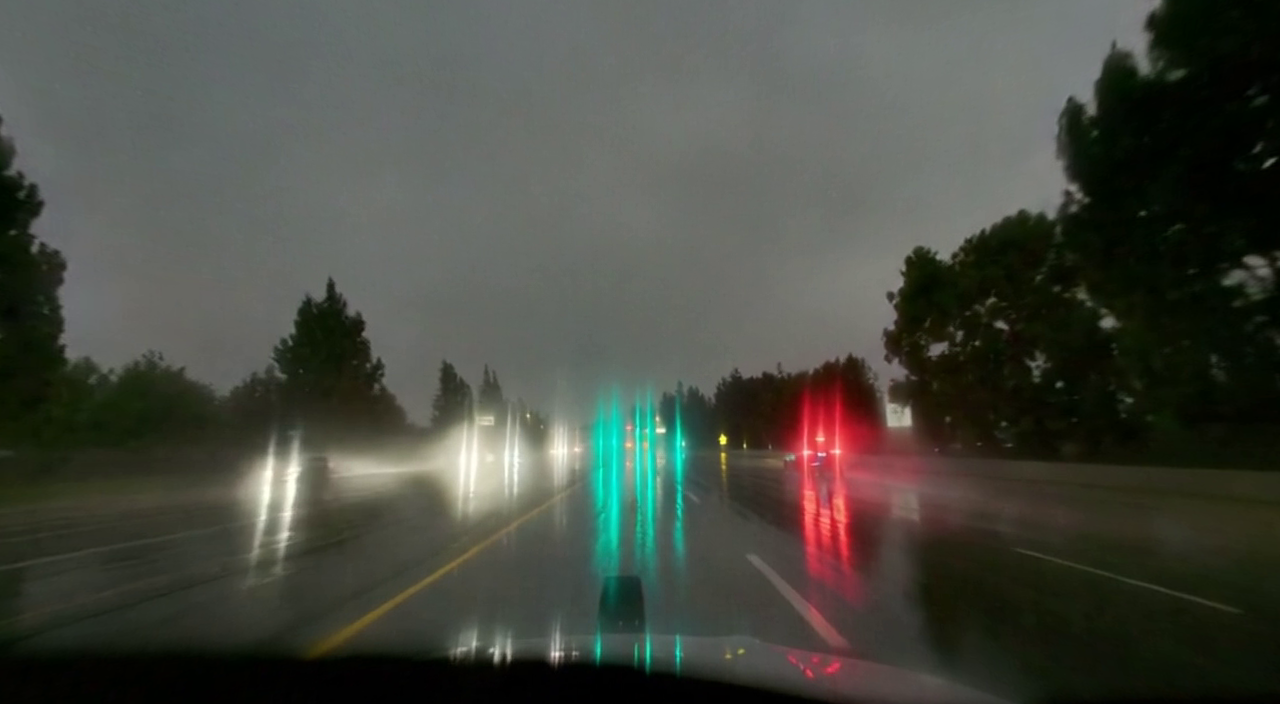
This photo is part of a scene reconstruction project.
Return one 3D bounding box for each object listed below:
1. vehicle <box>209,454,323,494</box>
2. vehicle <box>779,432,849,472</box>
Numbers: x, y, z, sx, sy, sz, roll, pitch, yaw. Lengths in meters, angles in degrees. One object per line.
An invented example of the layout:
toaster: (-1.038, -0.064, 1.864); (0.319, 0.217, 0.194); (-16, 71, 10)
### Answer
vehicle: (-15.546, 5.068, 26.526); (1.889, 1.463, 4.690); (-1, -8, 0)
vehicle: (8.689, 5.046, 31.913); (2.170, 1.830, 4.720); (0, -8, 0)
